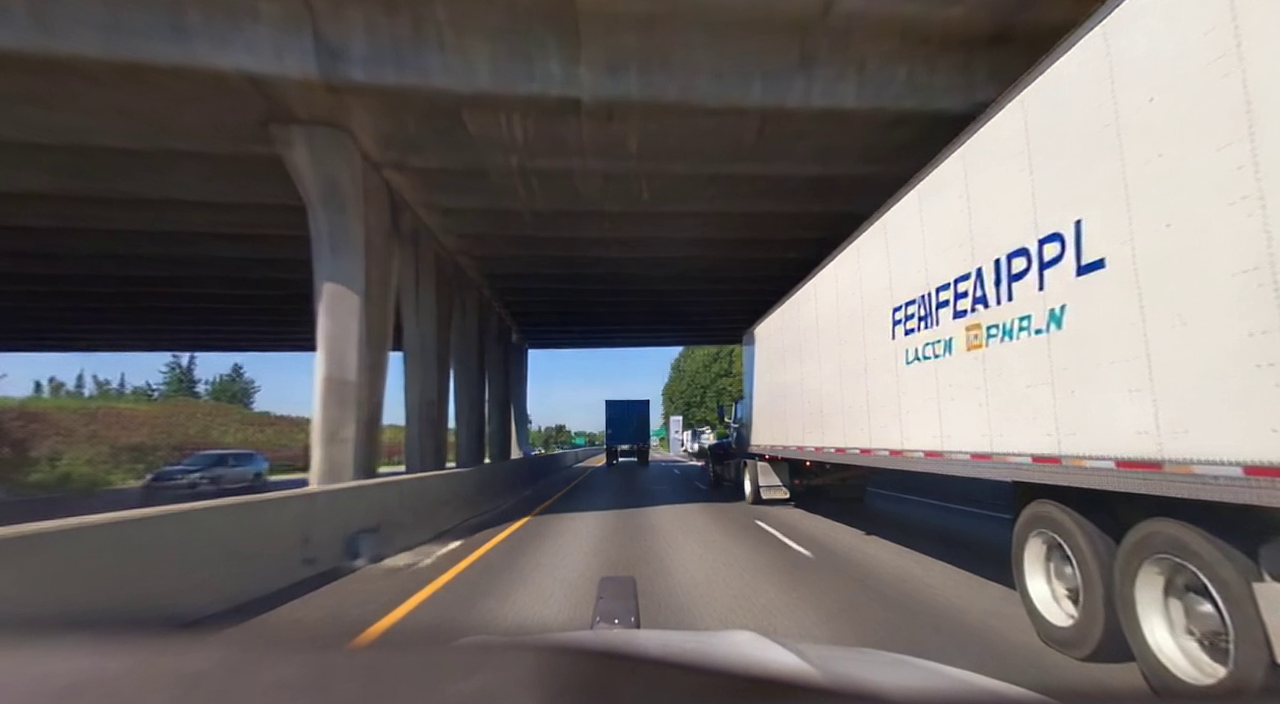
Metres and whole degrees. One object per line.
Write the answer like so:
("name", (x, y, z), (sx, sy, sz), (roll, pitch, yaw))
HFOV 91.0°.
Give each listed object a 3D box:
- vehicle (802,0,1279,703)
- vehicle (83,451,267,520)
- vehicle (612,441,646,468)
("vehicle", (4.236, 0.104, 5.783), (2.853, 4.086, 9.078), (0, -8, -1))
("vehicle", (-12.183, 3.479, 16.895), (1.995, 1.524, 3.877), (-1, -8, -1))
("vehicle", (-0.654, 6.009, 37.245), (1.943, 1.491, 3.459), (0, -8, -1))
